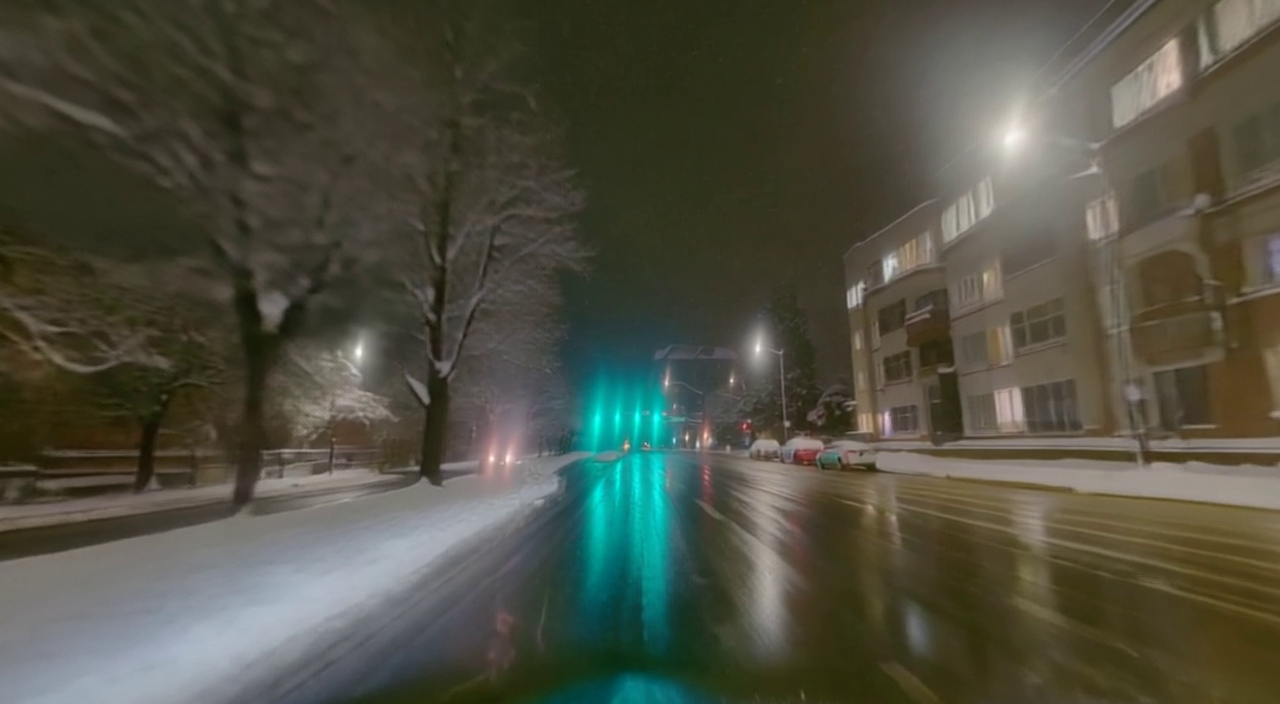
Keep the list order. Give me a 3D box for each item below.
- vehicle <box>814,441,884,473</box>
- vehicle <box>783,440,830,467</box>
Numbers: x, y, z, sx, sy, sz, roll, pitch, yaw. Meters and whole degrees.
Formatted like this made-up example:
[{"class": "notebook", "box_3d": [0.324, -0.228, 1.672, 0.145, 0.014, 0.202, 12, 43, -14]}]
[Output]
[{"class": "vehicle", "box_3d": [10.319, 5.206, 31.553, 1.956, 1.462, 4.306, 0, -9, -1]}, {"class": "vehicle", "box_3d": [10.396, 6.368, 39.714, 1.889, 1.631, 4.021, 0, -9, 0]}]
